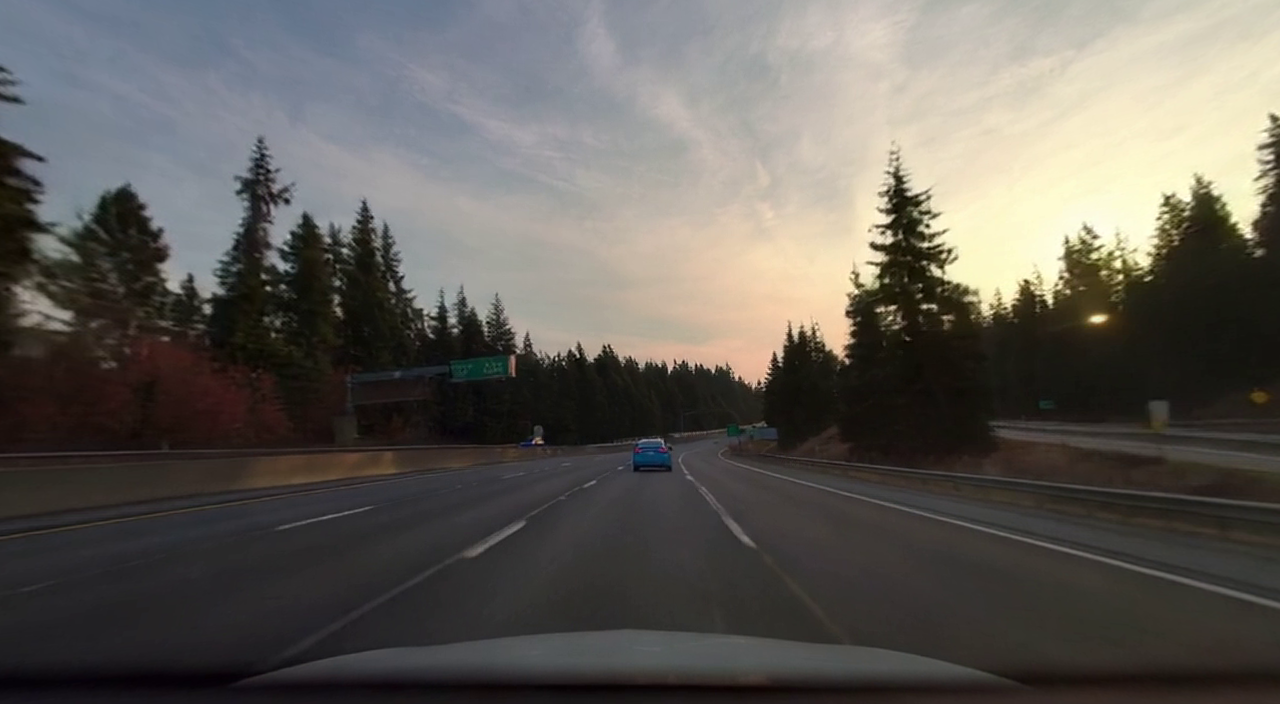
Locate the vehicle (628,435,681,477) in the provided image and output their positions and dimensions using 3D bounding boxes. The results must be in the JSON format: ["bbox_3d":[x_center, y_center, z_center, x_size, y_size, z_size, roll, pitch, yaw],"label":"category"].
[{"bbox_3d":[0.703,4.484,27.363,2.133,1.686,4.203,-1,-8,3],"label":"vehicle"}]
